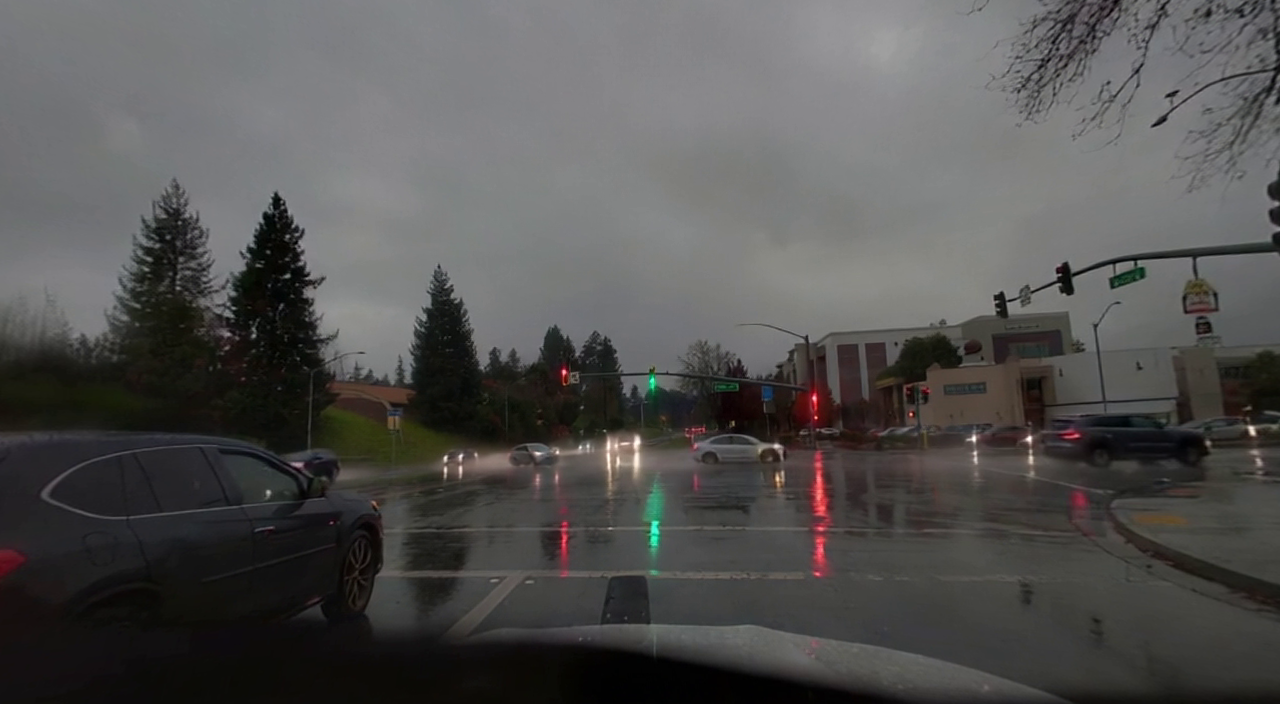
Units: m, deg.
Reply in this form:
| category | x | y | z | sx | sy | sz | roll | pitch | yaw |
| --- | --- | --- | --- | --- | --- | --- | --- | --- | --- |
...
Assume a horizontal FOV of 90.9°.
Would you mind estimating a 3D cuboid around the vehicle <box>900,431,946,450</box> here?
| category | x | y | z | sx | sy | sz | roll | pitch | yaw |
| --- | --- | --- | --- | --- | --- | --- | --- | --- | --- |
| vehicle | 22.431 | 6.992 | 49.851 | 1.930 | 1.410 | 4.313 | -8 | -12 | 43 |

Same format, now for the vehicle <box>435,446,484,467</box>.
| category | x | y | z | sx | sy | sz | roll | pitch | yaw |
| --- | --- | --- | --- | --- | --- | --- | --- | --- | --- |
| vehicle | -13.543 | 7.852 | 47.587 | 1.921 | 1.480 | 4.652 | -1 | -8 | 5 |

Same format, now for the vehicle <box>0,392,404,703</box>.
| category | x | y | z | sx | sy | sz | roll | pitch | yaw |
| --- | --- | --- | --- | --- | --- | --- | --- | --- | --- |
| vehicle | -2.948 | 0.991 | 2.745 | 1.924 | 1.482 | 4.734 | 0 | -8 | 1 |

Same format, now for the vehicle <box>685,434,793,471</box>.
| category | x | y | z | sx | sy | sz | roll | pitch | yaw |
| --- | --- | --- | --- | --- | --- | --- | --- | --- | --- |
| vehicle | 4.293 | 4.359 | 27.482 | 4.180 | 1.478 | 1.986 | -5 | -10 | 28 |

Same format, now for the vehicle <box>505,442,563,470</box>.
| category | x | y | z | sx | sy | sz | roll | pitch | yaw |
| --- | --- | --- | --- | --- | --- | --- | --- | --- | --- |
| vehicle | -6.005 | 5.778 | 35.358 | 1.841 | 1.450 | 4.364 | 4 | -10 | -29 |

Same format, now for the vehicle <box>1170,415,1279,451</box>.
| category | x | y | z | sx | sy | sz | roll | pitch | yaw |
| --- | --- | --- | --- | --- | --- | --- | --- | --- | --- |
| vehicle | 26.855 | 3.654 | 28.418 | 4.240 | 1.540 | 1.944 | 0 | -8 | -4 |

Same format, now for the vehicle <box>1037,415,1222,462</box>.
| category | x | y | z | sx | sy | sz | roll | pitch | yaw |
| --- | --- | --- | --- | --- | --- | --- | --- | --- | --- |
| vehicle | 18.561 | 3.340 | 24.145 | 5.268 | 1.687 | 1.942 | -1 | -9 | 4 |
